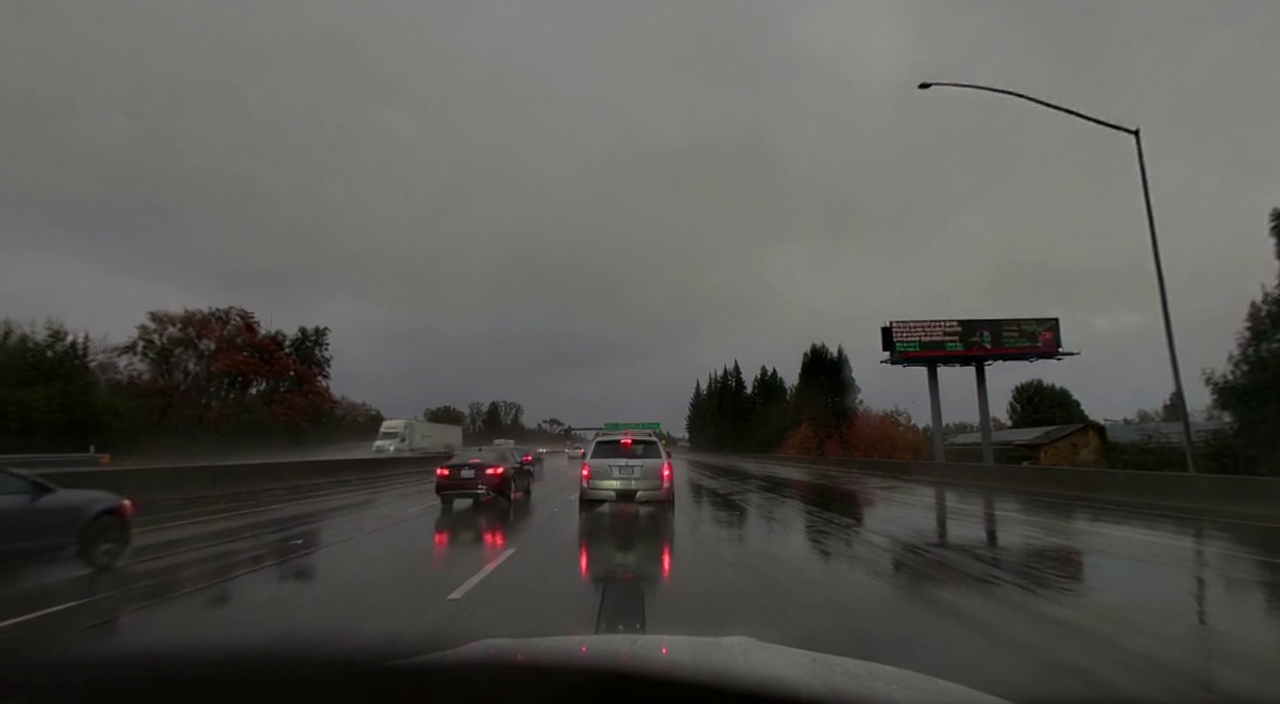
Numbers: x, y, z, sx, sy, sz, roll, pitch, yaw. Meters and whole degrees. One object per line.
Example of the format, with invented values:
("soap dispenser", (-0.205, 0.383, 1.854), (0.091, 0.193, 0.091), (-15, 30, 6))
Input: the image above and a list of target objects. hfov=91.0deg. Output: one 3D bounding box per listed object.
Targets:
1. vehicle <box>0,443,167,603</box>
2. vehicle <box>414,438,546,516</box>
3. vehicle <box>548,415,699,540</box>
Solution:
("vehicle", (-6.879, 1.523, 5.411), (1.892, 1.468, 4.792), (0, -9, 0))
("vehicle", (-3.515, 2.823, 14.788), (1.889, 1.522, 4.465), (0, -9, 1))
("vehicle", (-0.263, 2.136, 11.348), (2.127, 1.749, 4.776), (0, -9, -1))
